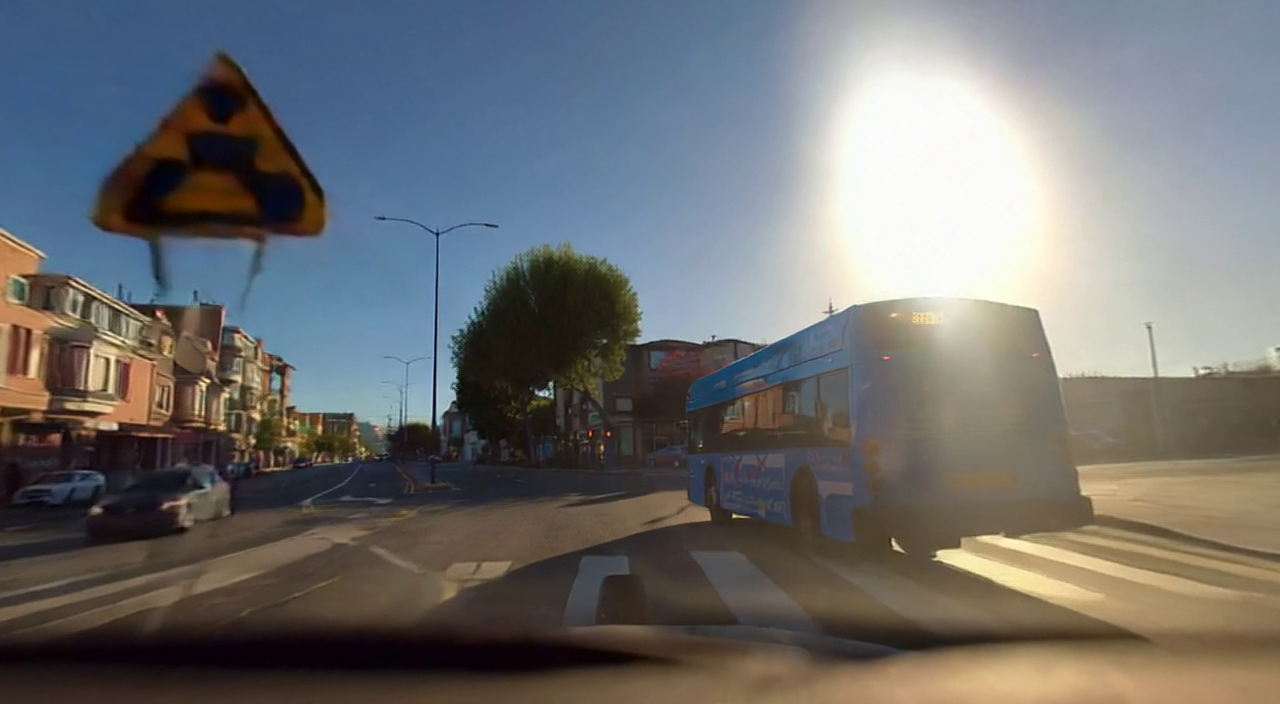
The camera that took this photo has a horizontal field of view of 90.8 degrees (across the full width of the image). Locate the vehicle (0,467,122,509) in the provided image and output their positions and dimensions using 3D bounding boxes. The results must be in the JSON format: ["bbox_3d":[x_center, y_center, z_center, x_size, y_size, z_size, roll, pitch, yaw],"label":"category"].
[{"bbox_3d":[-25.081,5.764,26.998,4.384,1.500,1.864,6,-11,-37],"label":"vehicle"}]

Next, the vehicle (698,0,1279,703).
[{"bbox_3d":[2.820,0.258,3.693,3.194,3.345,12.428,0,-8,-3],"label":"vehicle"}]

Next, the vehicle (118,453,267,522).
[{"bbox_3d":[-11.744,3.513,16.939,1.944,1.505,3.944,2,-9,-16],"label":"vehicle"}]
